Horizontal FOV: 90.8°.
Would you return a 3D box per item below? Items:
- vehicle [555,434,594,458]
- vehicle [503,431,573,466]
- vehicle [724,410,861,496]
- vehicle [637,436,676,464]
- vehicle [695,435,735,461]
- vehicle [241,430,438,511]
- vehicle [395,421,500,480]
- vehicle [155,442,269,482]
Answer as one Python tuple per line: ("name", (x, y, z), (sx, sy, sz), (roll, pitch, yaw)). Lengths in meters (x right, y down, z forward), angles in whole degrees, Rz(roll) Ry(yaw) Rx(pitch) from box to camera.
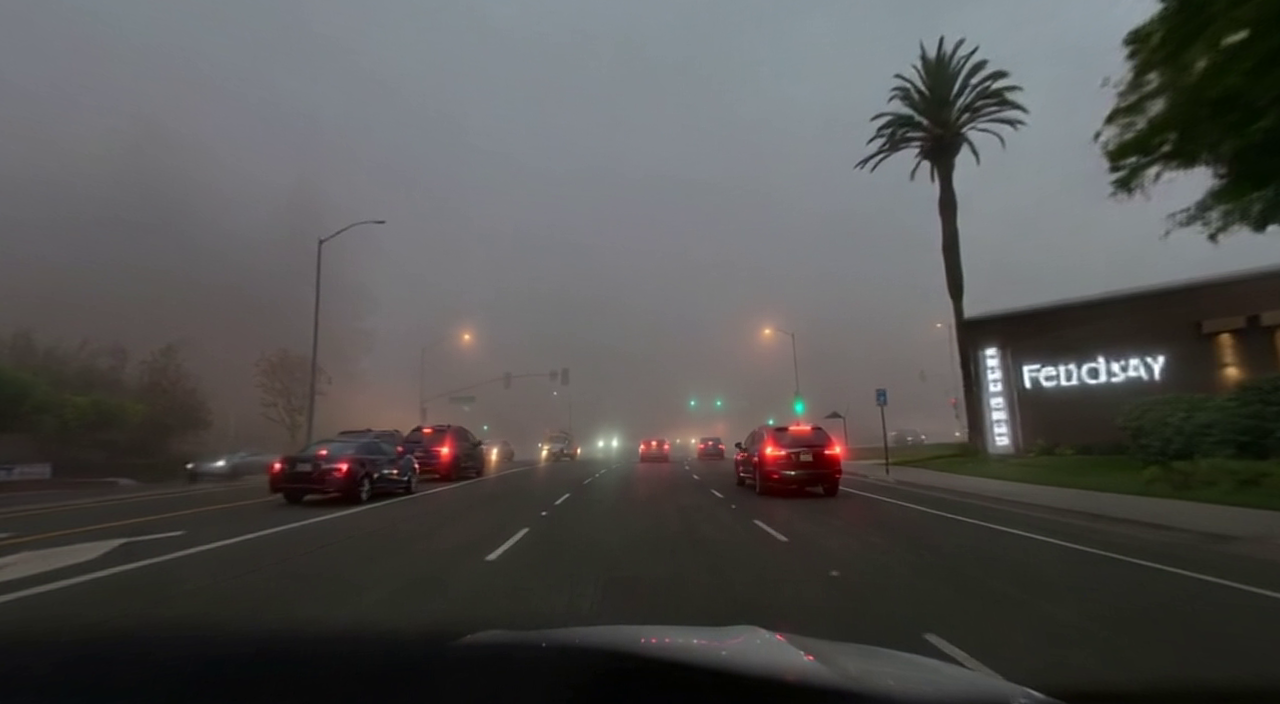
("vehicle", (-4.793, 6.997, 46.907), (2.041, 1.660, 4.371), (-1, -8, 6))
("vehicle", (-5.390, 5.200, 34.163), (2.088, 1.746, 4.650), (-2, -9, 13))
("vehicle", (3.798, 2.653, 16.911), (2.267, 1.931, 5.145), (0, -8, -1))
("vehicle", (0.991, 5.478, 35.468), (2.057, 1.492, 3.825), (-1, -8, 4))
("vehicle", (4.614, 5.949, 39.316), (2.149, 1.532, 4.168), (-1, -8, 2))
("vehicle", (-6.385, 2.564, 14.257), (1.935, 1.483, 4.973), (0, -8, 1))
("vehicle", (-6.774, 3.536, 22.865), (2.127, 1.888, 4.637), (-1, -8, 2))
("vehicle", (-20.095, 5.159, 29.958), (1.978, 1.693, 4.463), (-1, -8, 5))
